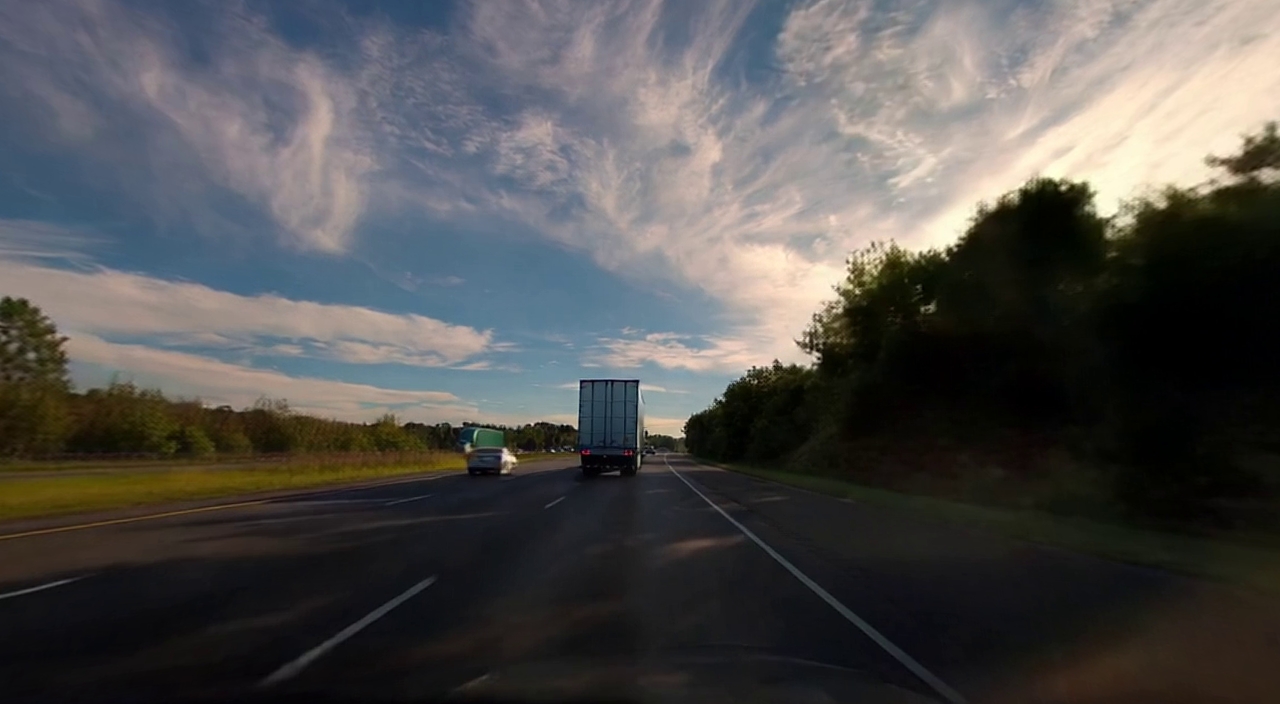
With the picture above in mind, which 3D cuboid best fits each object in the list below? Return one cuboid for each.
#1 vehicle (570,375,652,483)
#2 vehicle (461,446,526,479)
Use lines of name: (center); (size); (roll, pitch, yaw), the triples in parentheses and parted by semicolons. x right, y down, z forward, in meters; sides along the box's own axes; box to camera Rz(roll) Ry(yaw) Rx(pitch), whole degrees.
vehicle: (-0.970, 4.016, 31.375); (2.851, 4.098, 14.436); (0, -9, 2)
vehicle: (-6.799, 5.166, 29.718); (1.967, 1.420, 4.473); (0, -9, 1)
